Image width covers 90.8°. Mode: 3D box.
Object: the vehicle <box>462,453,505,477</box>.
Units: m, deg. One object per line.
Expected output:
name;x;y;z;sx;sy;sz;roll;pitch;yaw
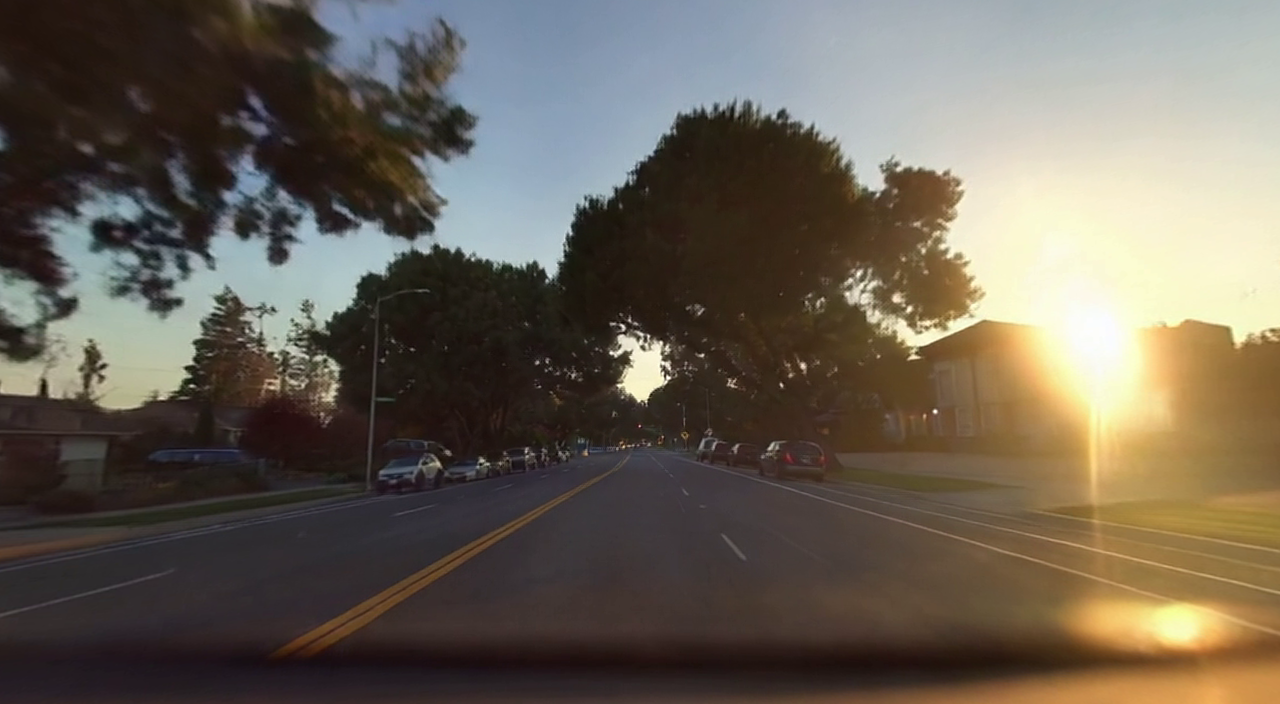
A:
vehicle;-10.692;7.721;43.335;1.838;1.450;4.317;0;-8;0

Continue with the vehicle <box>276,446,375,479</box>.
vehicle;-18.447;6.503;37.244;4.699;1.853;2.095;0;-9;2

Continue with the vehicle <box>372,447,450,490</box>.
vehicle;-10.703;5.438;29.839;1.996;1.781;4.139;-3;-9;2

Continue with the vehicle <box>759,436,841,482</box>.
vehicle;7.443;5.035;30.156;2.224;1.956;6.057;0;-8;-1
